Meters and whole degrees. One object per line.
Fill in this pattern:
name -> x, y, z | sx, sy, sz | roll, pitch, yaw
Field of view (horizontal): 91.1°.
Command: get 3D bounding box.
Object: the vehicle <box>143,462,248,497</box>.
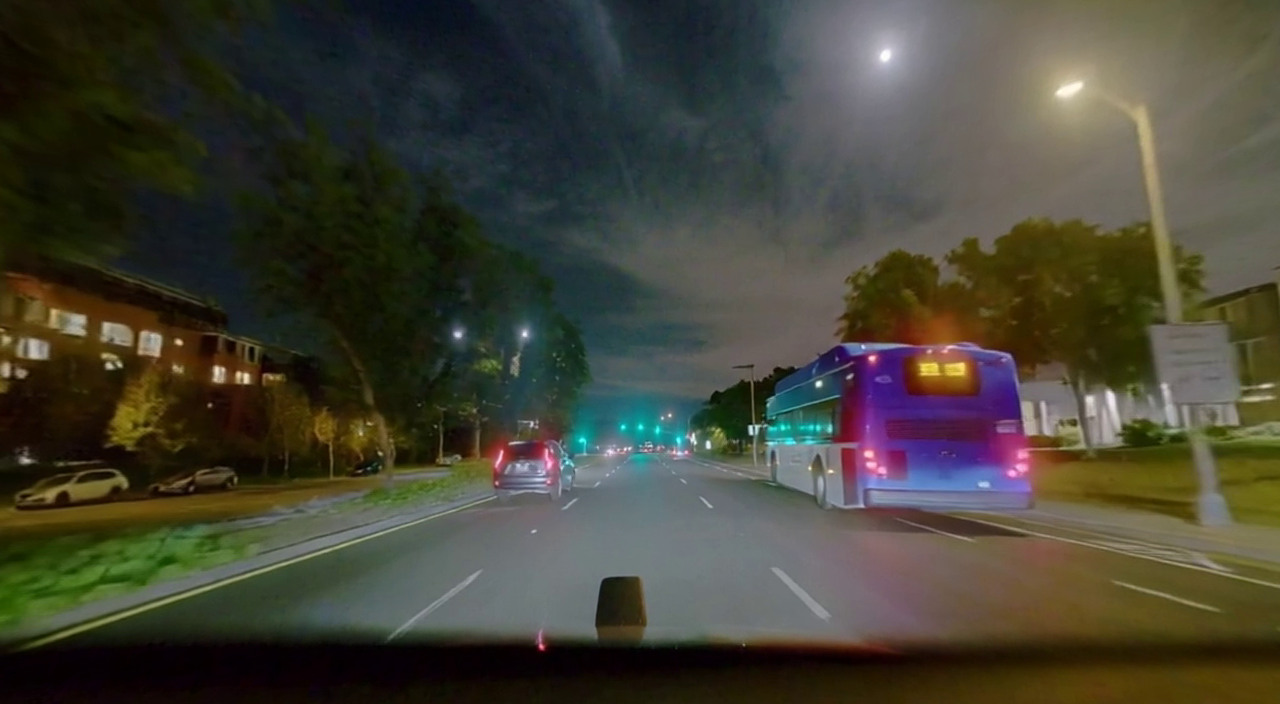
vehicle -> -22.123, 6.341, 31.491 | 1.797, 1.481, 4.750 | 0, -8, 0

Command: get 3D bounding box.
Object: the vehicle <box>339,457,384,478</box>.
vehicle -> -22.059, 9.134, 49.858 | 1.774, 1.485, 3.867 | 0, -8, 1

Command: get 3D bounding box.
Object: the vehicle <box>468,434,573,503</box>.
vehicle -> -3.332, 3.329, 18.435 | 2.111, 1.767, 4.333 | 0, -8, 1

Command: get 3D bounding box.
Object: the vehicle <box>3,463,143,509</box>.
vehicle -> -22.161, 5.207, 24.763 | 1.781, 1.553, 3.896 | 0, -8, 2

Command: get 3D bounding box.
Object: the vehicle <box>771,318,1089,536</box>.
vehicle -> 5.671, 2.036, 15.902 | 3.072, 3.278, 12.747 | -1, -8, 5
